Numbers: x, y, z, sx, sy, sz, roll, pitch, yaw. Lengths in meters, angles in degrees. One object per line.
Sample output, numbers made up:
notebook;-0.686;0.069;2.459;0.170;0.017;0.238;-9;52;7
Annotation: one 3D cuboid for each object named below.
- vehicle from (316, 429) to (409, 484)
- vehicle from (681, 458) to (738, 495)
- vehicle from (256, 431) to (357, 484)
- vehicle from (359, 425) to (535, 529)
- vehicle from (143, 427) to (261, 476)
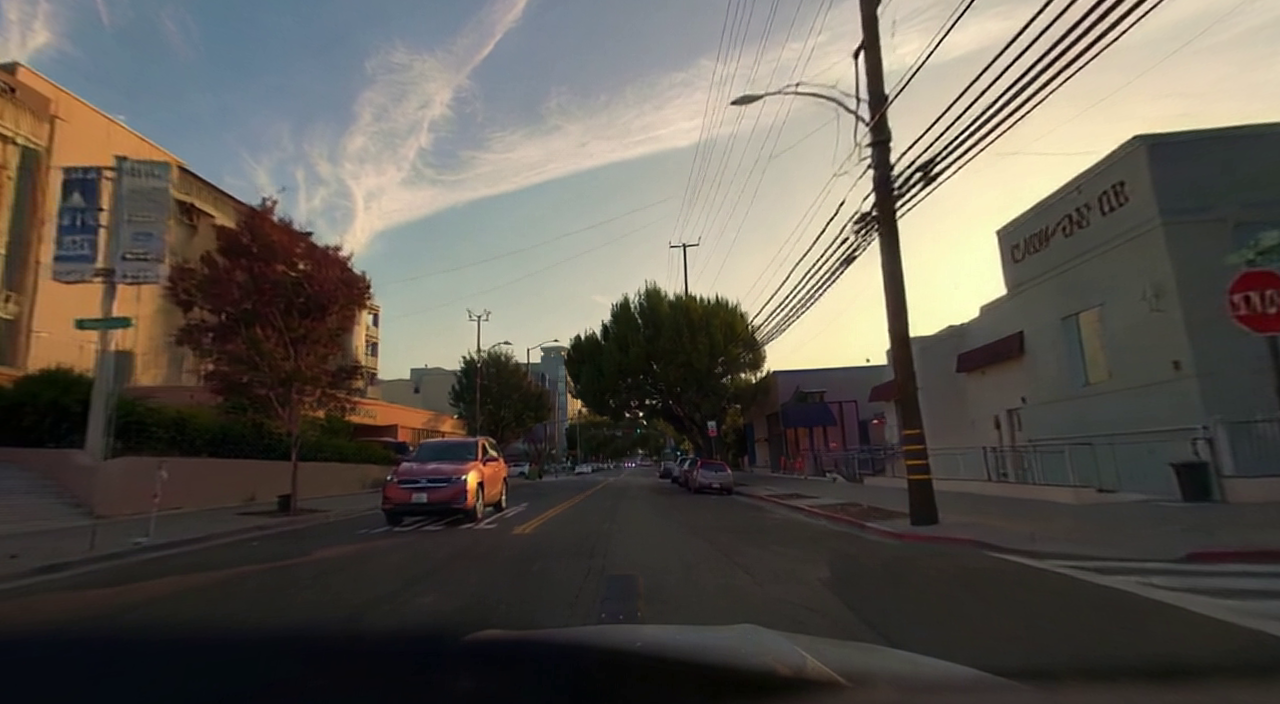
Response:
vehicle;-15.579;5.962;36.011;2.715;2.789;6.225;1;-9;-4
vehicle;2.893;5.293;27.106;1.877;1.373;3.854;0;-8;-2
vehicle;-18.518;5.809;35.520;2.256;2.668;5.979;-1;-7;2
vehicle;-4.110;2.751;14.593;2.495;1.966;4.846;0;-8;0
vehicle;-24.450;5.578;35.661;2.288;2.514;5.886;0;-8;1
